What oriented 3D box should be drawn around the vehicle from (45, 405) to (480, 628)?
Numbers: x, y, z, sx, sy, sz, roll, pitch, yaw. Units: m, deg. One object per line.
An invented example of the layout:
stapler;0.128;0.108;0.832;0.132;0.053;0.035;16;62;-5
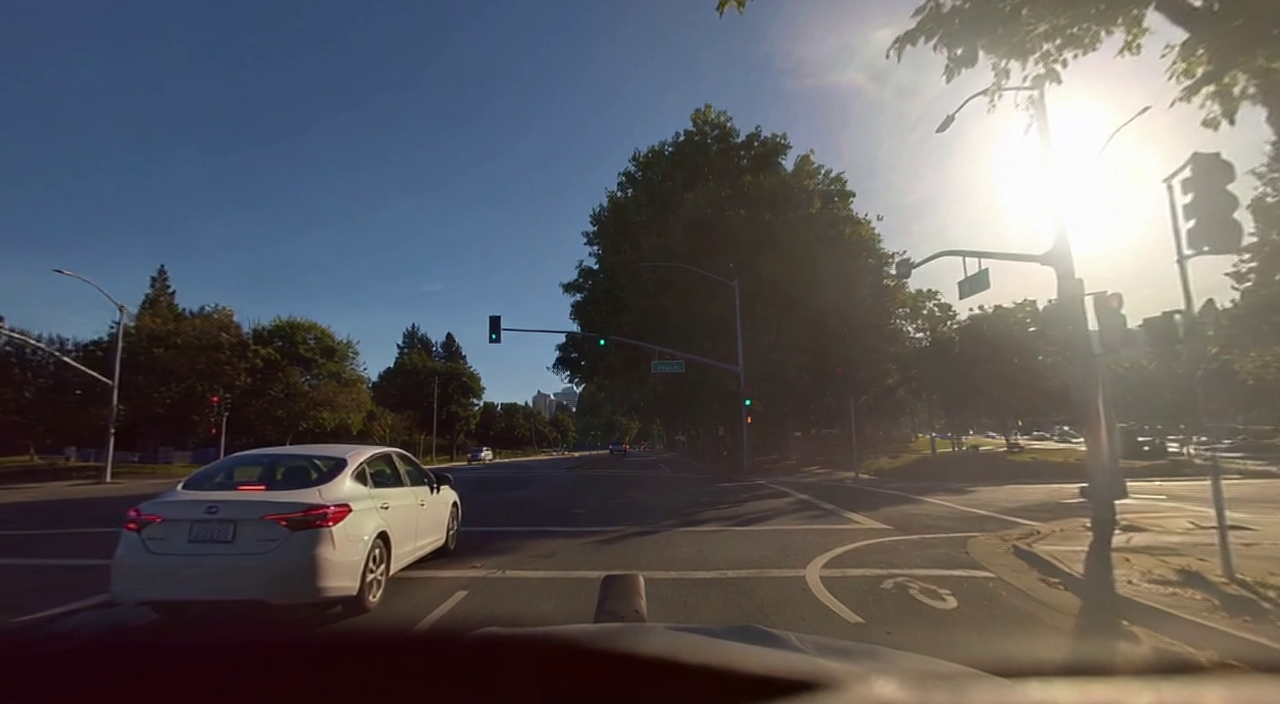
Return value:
vehicle;-3.311;1.528;6.907;2.076;1.599;4.483;0;-9;-2
